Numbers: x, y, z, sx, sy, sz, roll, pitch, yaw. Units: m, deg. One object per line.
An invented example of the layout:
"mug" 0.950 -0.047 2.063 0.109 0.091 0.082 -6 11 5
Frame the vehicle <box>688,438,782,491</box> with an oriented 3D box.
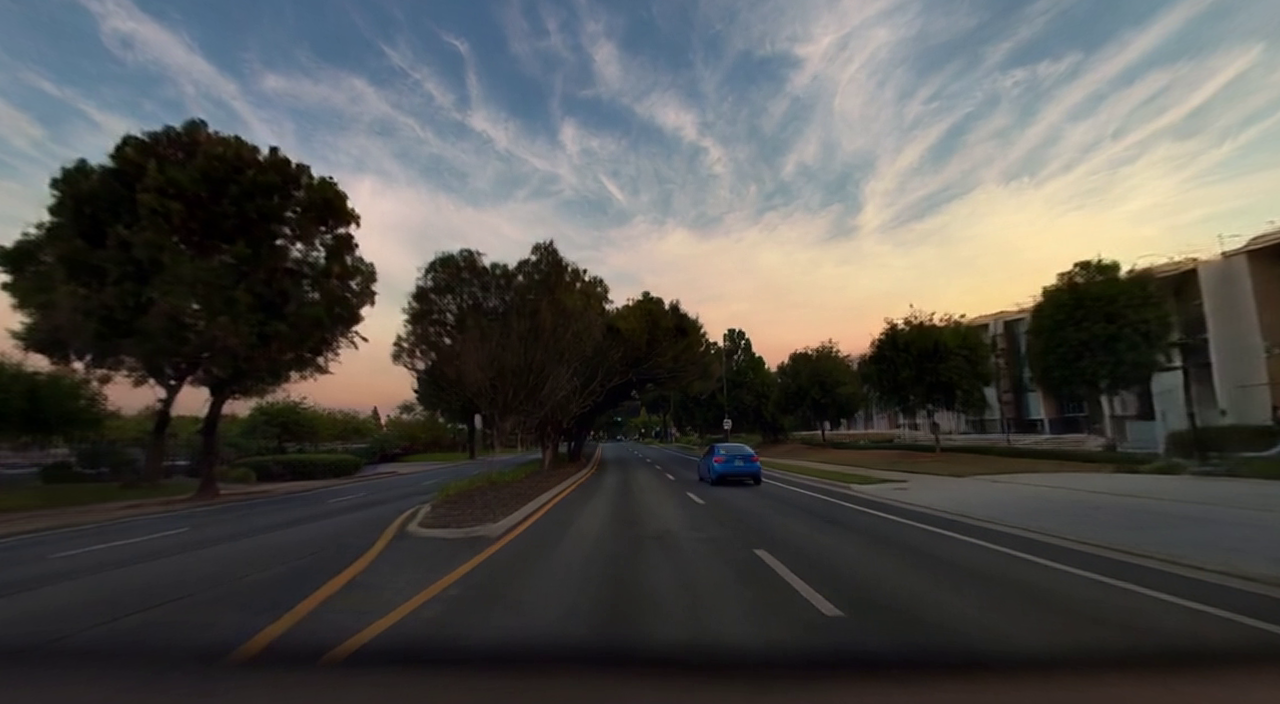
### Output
"vehicle" 2.898 3.551 20.350 2.114 1.493 4.430 0 -9 -3
